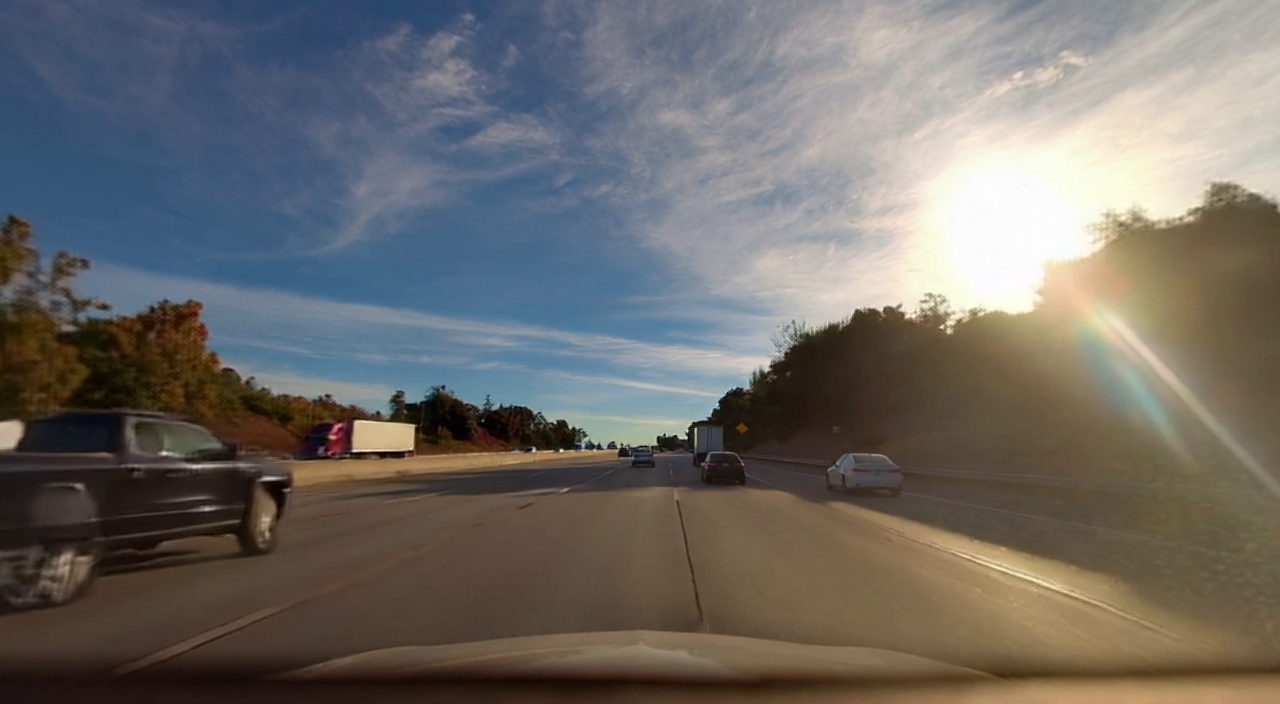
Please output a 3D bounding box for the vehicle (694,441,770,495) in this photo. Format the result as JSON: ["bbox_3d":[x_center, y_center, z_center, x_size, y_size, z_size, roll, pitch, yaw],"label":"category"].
[{"bbox_3d":[3.116,4.027,22.331,2.103,1.717,4.399,0,-9,1],"label":"vehicle"}]

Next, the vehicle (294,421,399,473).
[{"bbox_3d":[-20.601,6.795,45.084,2.848,3.328,8.515,-1,-9,4],"label":"vehicle"}]

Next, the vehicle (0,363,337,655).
[{"bbox_3d":[-5.150,1.259,5.679,2.036,1.892,5.214,0,-9,3],"label":"vehicle"}]

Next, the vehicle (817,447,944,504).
[{"bbox_3d":[7.131,3.682,19.367,2.146,1.482,4.665,0,-9,1],"label":"vehicle"}]
